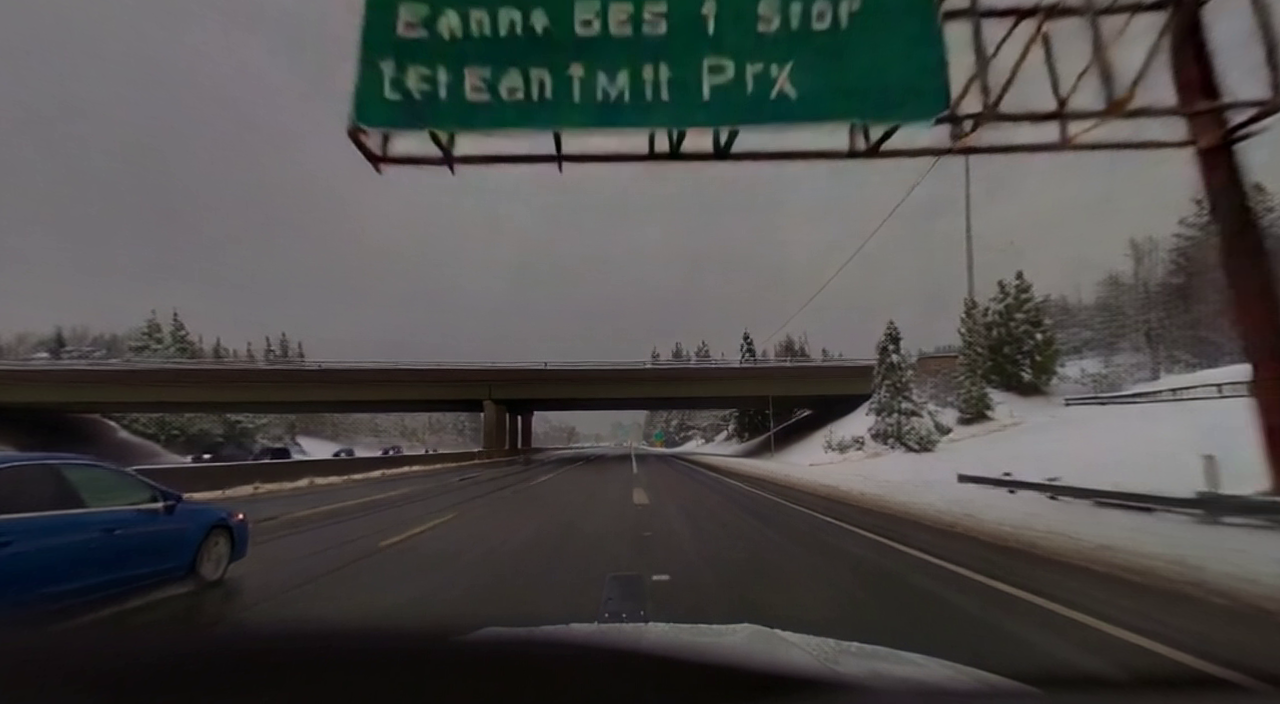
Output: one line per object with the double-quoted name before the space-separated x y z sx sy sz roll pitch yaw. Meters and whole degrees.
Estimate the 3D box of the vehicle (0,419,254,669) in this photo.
"vehicle" -5.069 1.245 4.212 2.105 1.551 4.602 0 -8 -1
